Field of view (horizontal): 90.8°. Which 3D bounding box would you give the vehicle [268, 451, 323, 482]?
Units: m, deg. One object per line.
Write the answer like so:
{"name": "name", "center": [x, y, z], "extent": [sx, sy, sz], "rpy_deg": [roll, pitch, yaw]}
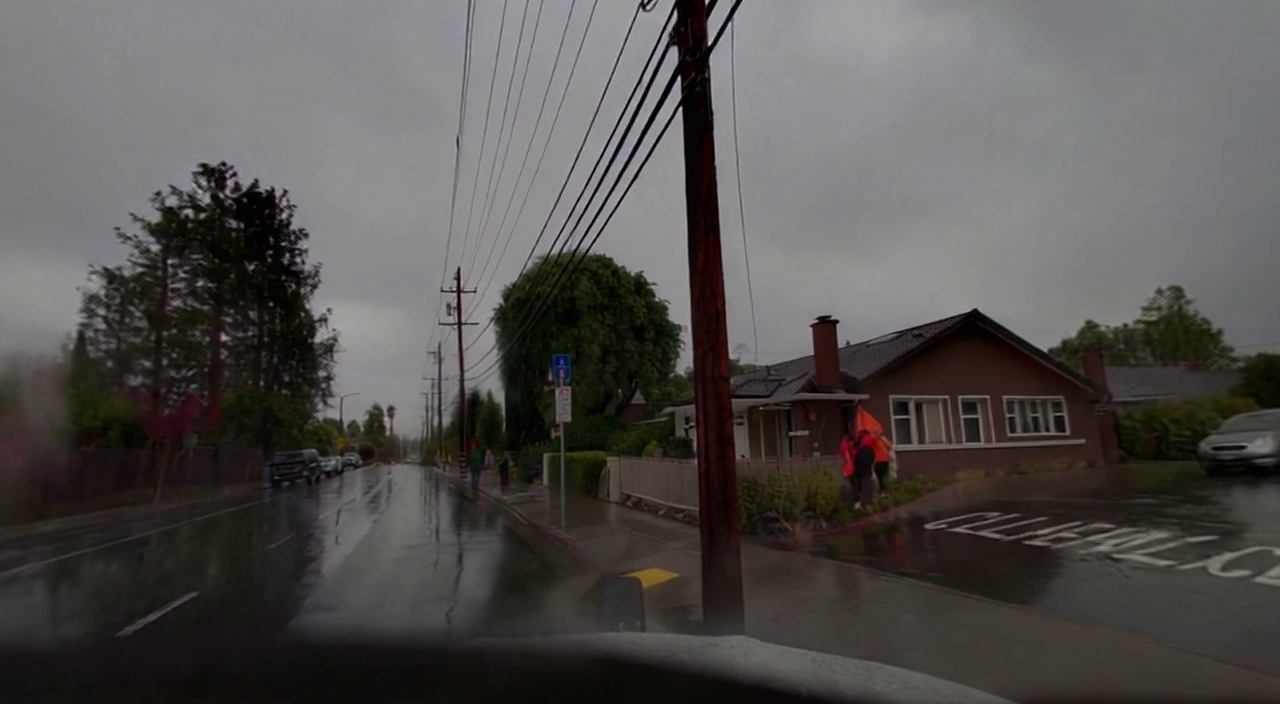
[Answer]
{"name": "vehicle", "center": [-21.818, 7.223, 40.237], "extent": [2.203, 1.787, 4.704], "rpy_deg": [3, -9, -19]}
